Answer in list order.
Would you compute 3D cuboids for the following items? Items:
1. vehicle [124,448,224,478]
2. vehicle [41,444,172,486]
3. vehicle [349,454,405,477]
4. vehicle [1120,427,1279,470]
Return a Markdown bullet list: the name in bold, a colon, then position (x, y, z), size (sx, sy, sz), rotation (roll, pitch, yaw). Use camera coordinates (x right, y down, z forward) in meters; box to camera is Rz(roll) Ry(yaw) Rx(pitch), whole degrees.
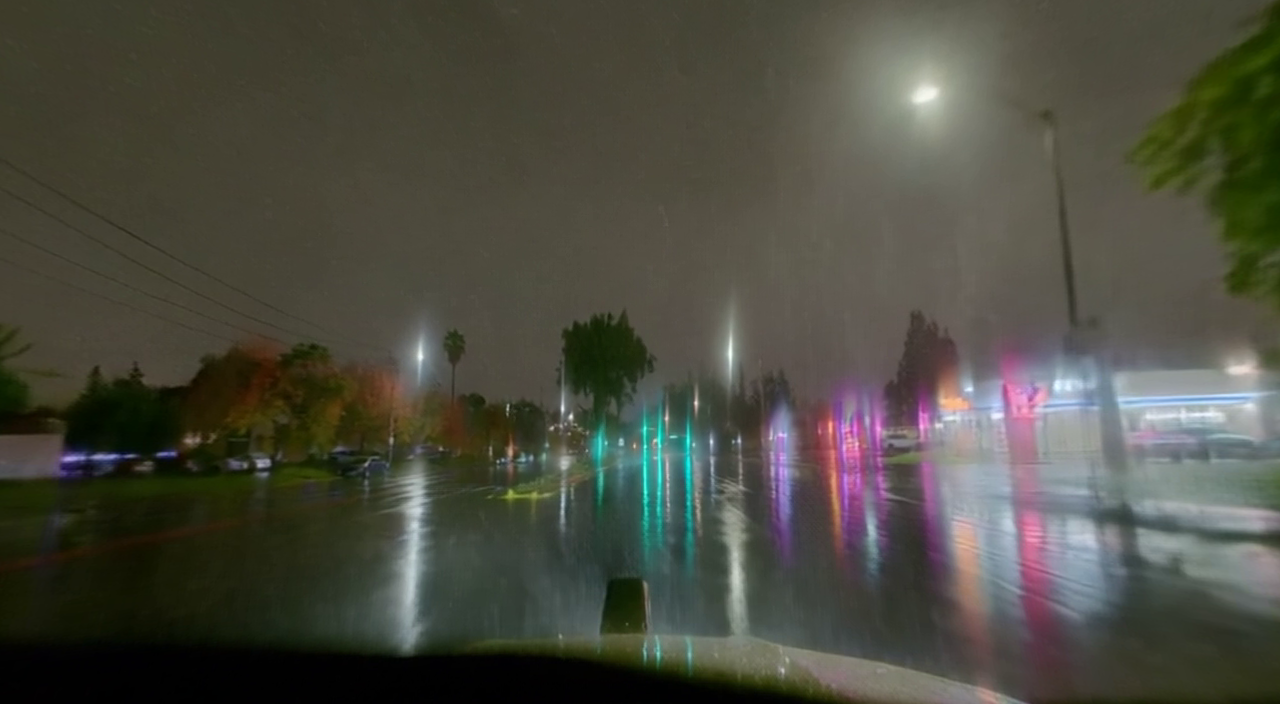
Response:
- **vehicle**: position (-26.815, 6.382, 36.379), size (4.106, 1.698, 2.072), rotation (0, -8, 2)
- **vehicle**: position (-26.313, 5.563, 31.356), size (4.633, 1.923, 2.074), rotation (5, -10, -33)
- **vehicle**: position (-18.503, 7.973, 44.595), size (1.815, 1.453, 4.870), rotation (0, -8, 1)
- **vehicle**: position (22.247, 3.839, 25.283), size (2.009, 1.533, 5.047), rotation (0, -8, 0)
